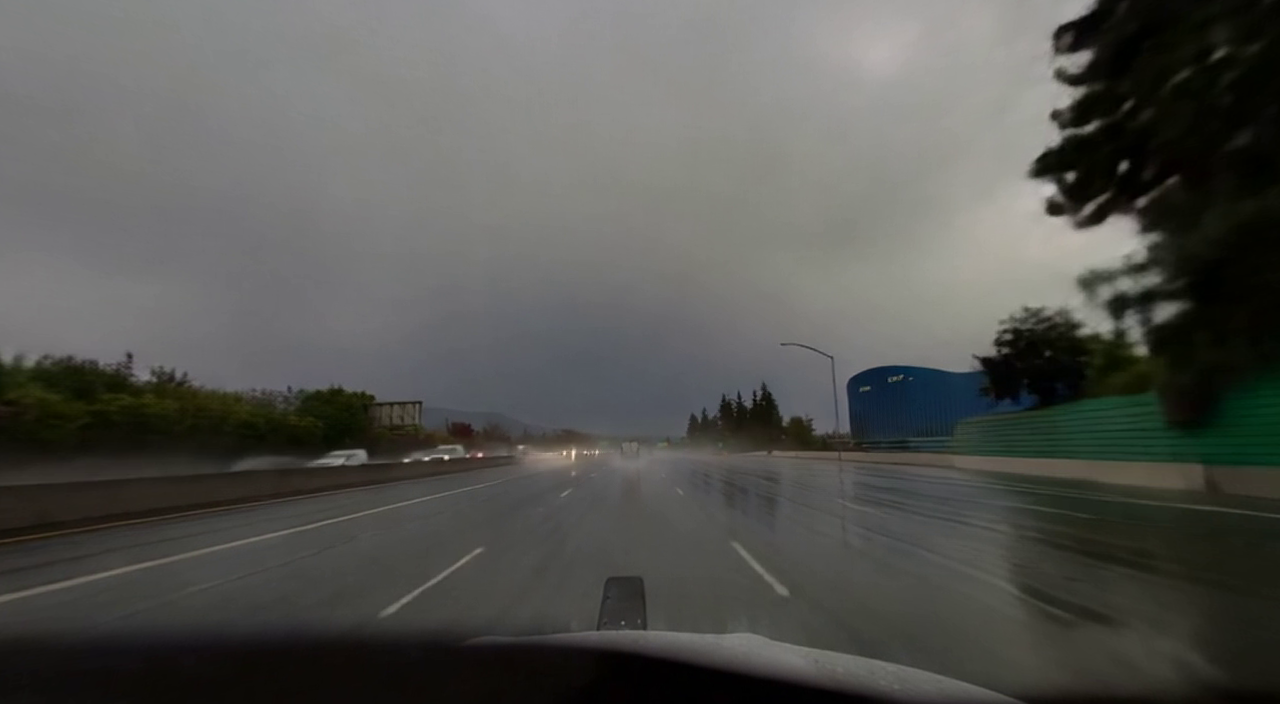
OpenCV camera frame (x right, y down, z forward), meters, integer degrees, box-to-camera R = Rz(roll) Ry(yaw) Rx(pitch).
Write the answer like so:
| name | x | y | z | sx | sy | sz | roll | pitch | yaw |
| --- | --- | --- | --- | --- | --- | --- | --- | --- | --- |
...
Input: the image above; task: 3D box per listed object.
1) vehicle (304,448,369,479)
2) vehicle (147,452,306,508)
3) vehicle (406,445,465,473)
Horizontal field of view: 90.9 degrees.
| name | x | y | z | sx | sy | sz | roll | pitch | yaw |
| --- | --- | --- | --- | --- | --- | --- | --- | --- | --- |
| vehicle | -21.469 | 7.858 | 44.791 | 2.068 | 2.055 | 5.101 | 0 | -9 | 0 |
| vehicle | -11.766 | 3.624 | 18.340 | 1.879 | 1.413 | 4.147 | 0 | -9 | -1 |
| vehicle | -12.104 | 6.385 | 37.706 | 1.947 | 1.533 | 4.756 | 0 | -9 | 0 |
